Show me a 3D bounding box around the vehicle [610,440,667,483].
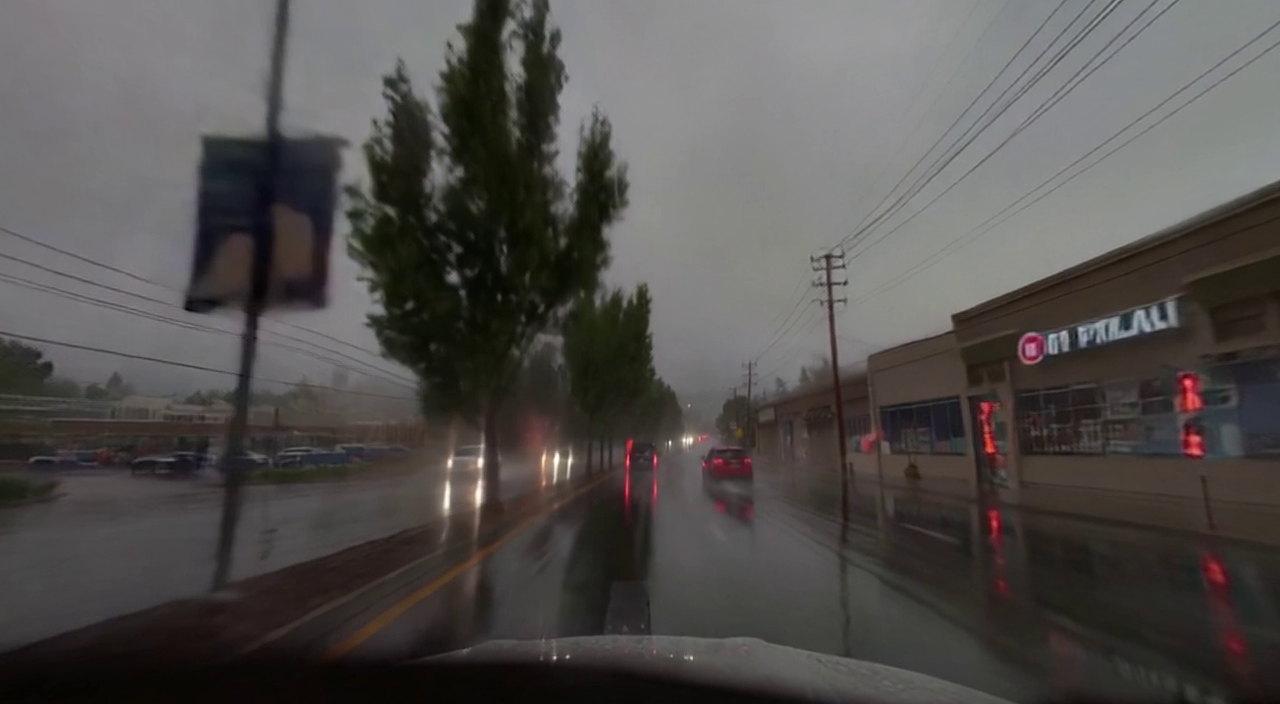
[{"bbox_3d":[-0.017,5.001,28.952,2.441,1.813,4.581,0,-9,1],"label":"vehicle"}]

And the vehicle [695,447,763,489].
[{"bbox_3d":[3.384,4.509,24.800,1.954,1.479,4.557,0,-9,-1],"label":"vehicle"}]

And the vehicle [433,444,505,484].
[{"bbox_3d":[-8.353,5.502,31.284,2.137,1.811,4.549,-1,-9,2],"label":"vehicle"}]
